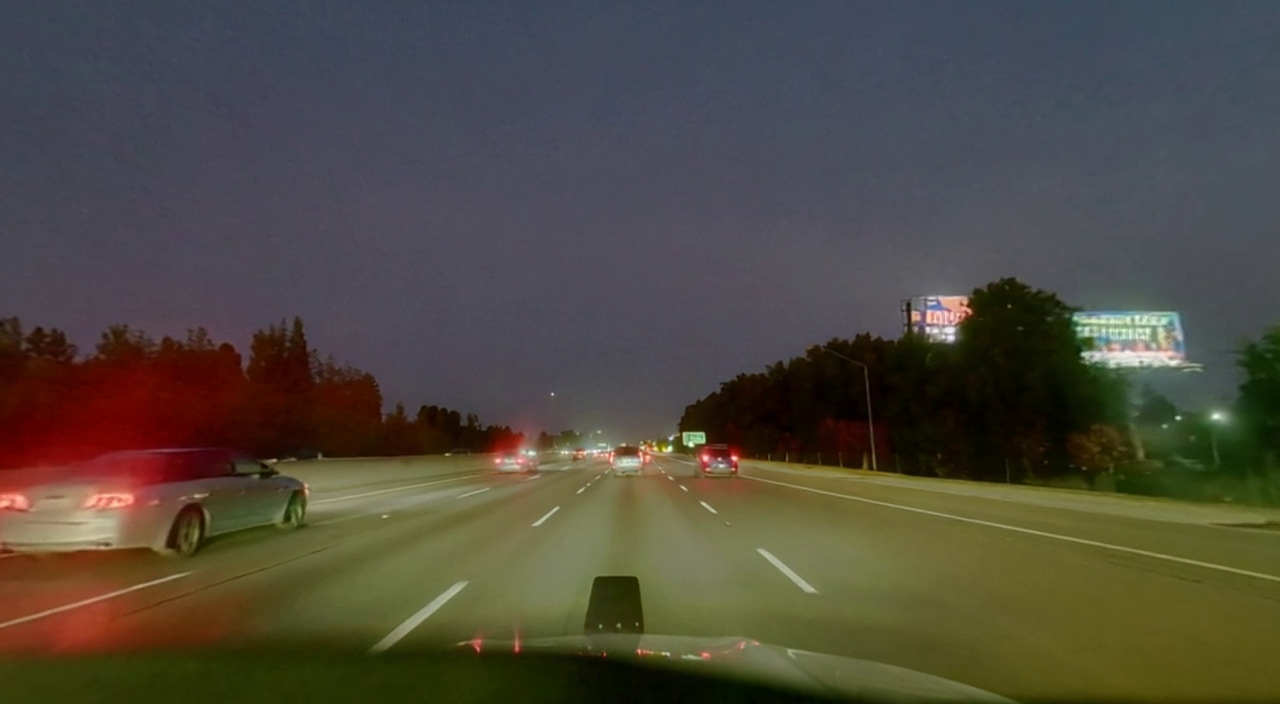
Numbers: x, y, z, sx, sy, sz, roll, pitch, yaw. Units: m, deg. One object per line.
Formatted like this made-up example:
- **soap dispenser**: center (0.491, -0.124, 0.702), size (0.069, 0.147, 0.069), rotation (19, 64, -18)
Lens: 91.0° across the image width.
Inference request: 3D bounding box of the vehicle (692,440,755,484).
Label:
- **vehicle**: center (3.436, 4.631, 26.859), size (1.925, 1.716, 4.378), rotation (0, -9, -2)

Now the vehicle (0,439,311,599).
- **vehicle**: center (-6.640, 1.957, 8.427), size (1.918, 1.509, 4.736), rotation (0, -9, 0)

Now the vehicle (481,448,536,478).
- **vehicle**: center (-7.019, 5.934, 34.022), size (1.892, 1.468, 4.792), rotation (0, -9, 0)

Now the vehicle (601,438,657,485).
- **vehicle**: center (-0.447, 4.517, 26.348), size (2.127, 1.749, 4.776), rotation (0, -9, -1)
